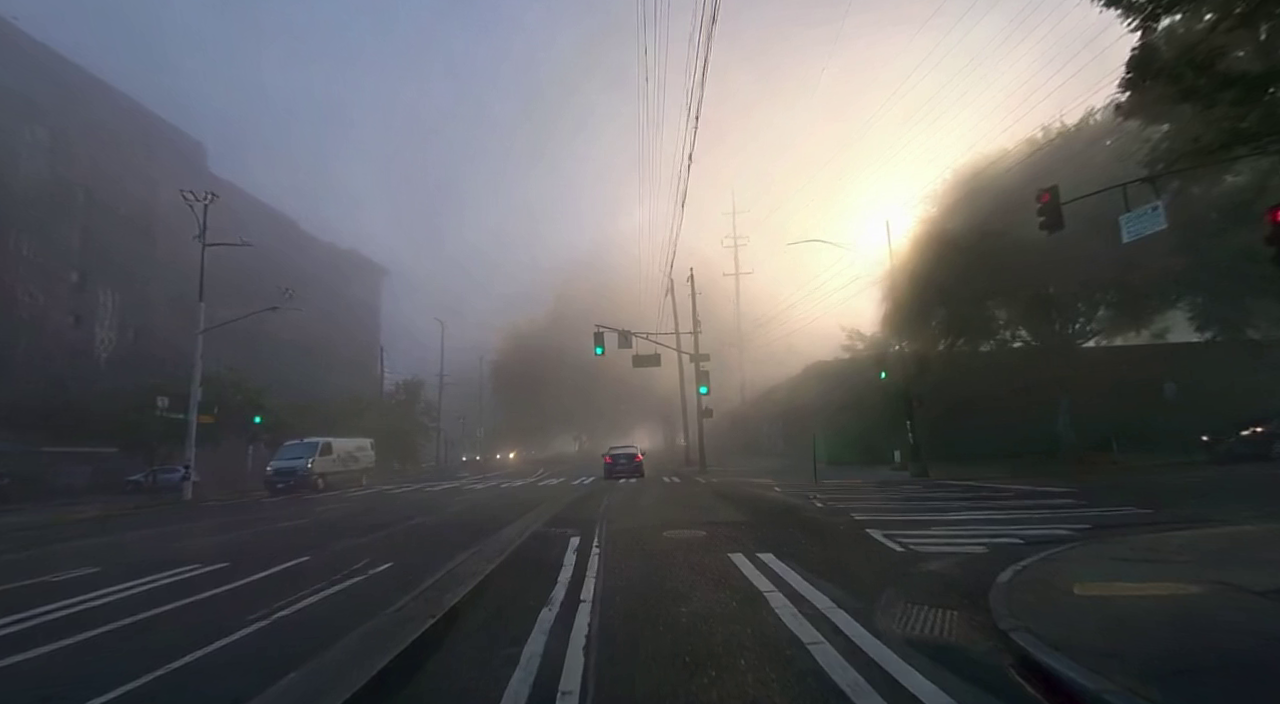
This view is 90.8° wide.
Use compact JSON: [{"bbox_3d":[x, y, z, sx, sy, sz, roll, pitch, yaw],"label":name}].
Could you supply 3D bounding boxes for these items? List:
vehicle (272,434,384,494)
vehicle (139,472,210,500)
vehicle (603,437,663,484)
[{"bbox_3d":[-15.765,5.650,32.556,2.356,2.730,6.606,0,-8,0],"label":"vehicle"},{"bbox_3d":[-29.877,8.592,40.695,1.627,1.383,3.731,-5,-8,4],"label":"vehicle"},{"bbox_3d":[-0.276,4.091,24.117,2.105,1.611,3.750,0,-8,-1],"label":"vehicle"}]
